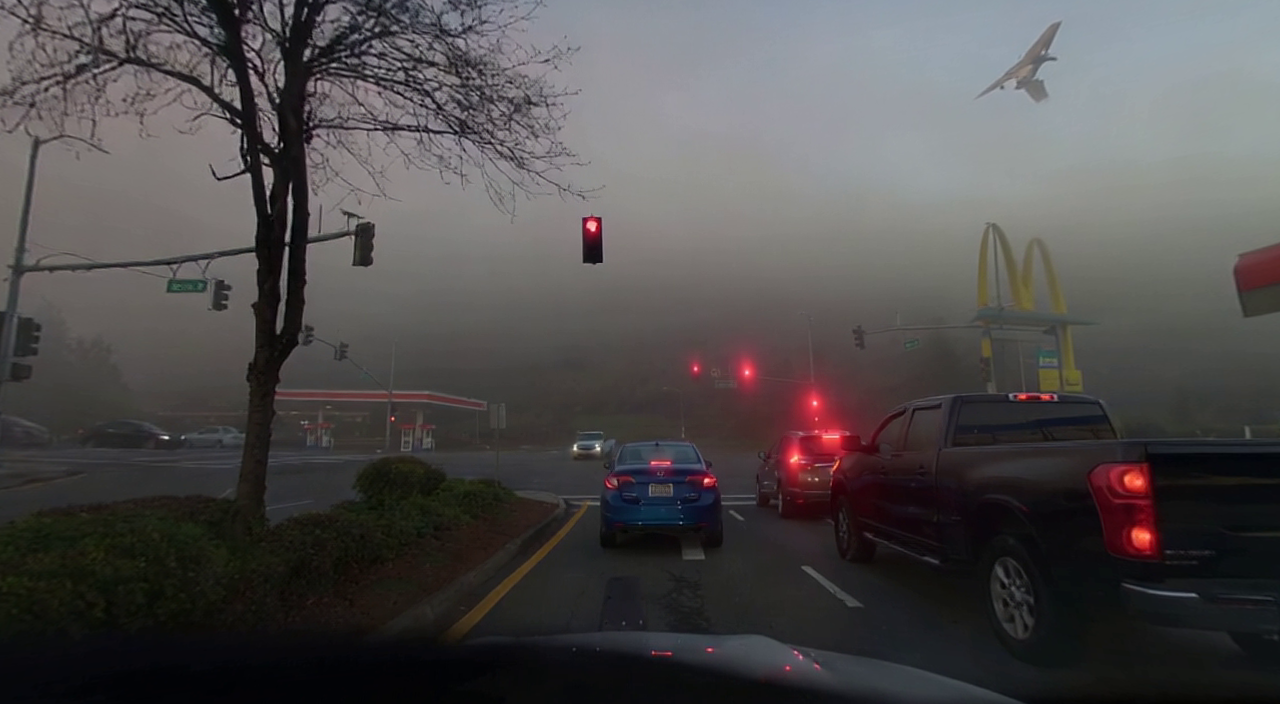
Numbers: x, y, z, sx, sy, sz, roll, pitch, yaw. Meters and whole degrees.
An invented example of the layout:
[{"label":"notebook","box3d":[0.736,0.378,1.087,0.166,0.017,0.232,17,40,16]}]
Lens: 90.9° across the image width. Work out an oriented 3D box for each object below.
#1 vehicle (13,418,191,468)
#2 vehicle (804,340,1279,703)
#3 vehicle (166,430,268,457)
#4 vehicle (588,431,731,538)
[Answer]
[{"label":"vehicle","box3d":[-19.682,3.361,23.229,4.742,1.720,2.107,-1,-8,5]},{"label":"vehicle","box3d":[3.539,1.313,6.108,2.277,1.871,6.143,0,-8,0]},{"label":"vehicle","box3d":[-23.094,5.034,34.511,4.326,1.420,1.798,-1,-8,4]},{"label":"vehicle","box3d":[0.269,2.174,10.954,2.027,1.494,3.824,0,-8,0]}]
